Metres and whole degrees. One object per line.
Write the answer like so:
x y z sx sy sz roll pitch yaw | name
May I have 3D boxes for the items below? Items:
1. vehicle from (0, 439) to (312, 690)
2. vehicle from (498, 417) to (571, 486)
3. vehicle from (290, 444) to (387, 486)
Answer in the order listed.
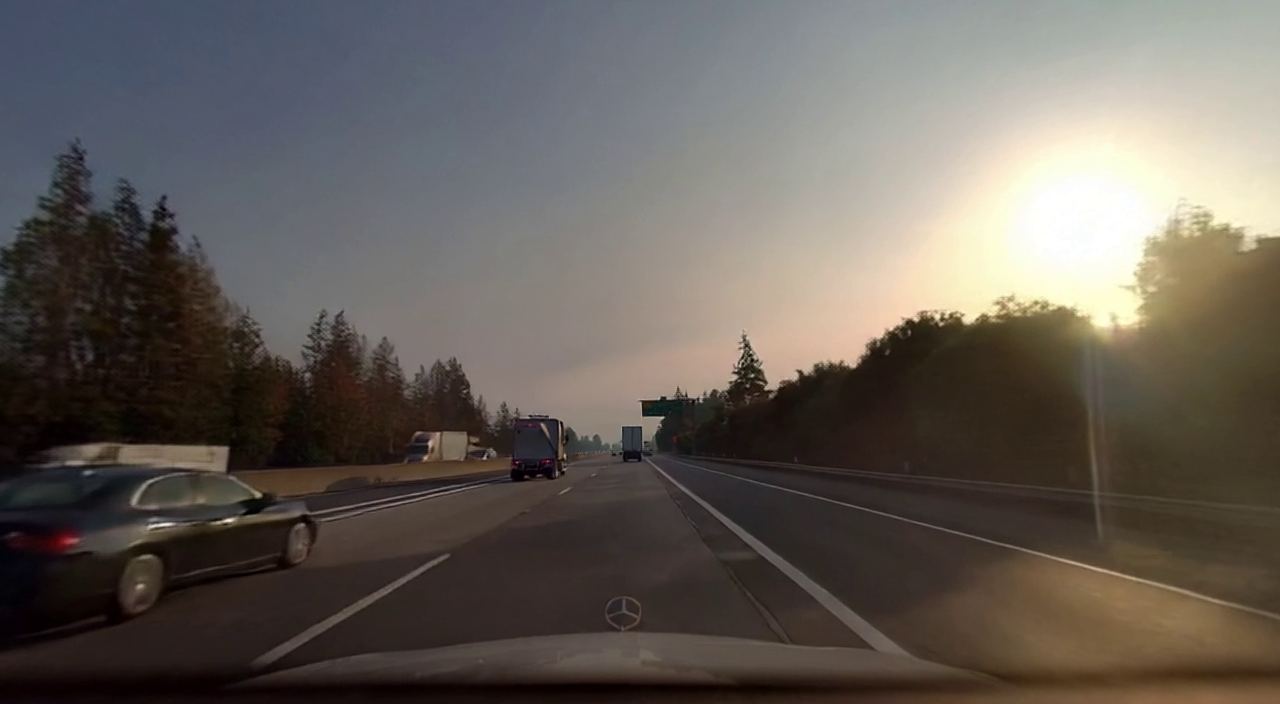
-4.743 1.419 4.772 1.979 1.459 4.643 0 -9 1 | vehicle
-4.685 4.595 29.277 2.368 2.813 6.329 0 -9 -1 | vehicle
-14.030 5.286 29.768 2.136 1.786 4.844 0 -9 0 | vehicle
